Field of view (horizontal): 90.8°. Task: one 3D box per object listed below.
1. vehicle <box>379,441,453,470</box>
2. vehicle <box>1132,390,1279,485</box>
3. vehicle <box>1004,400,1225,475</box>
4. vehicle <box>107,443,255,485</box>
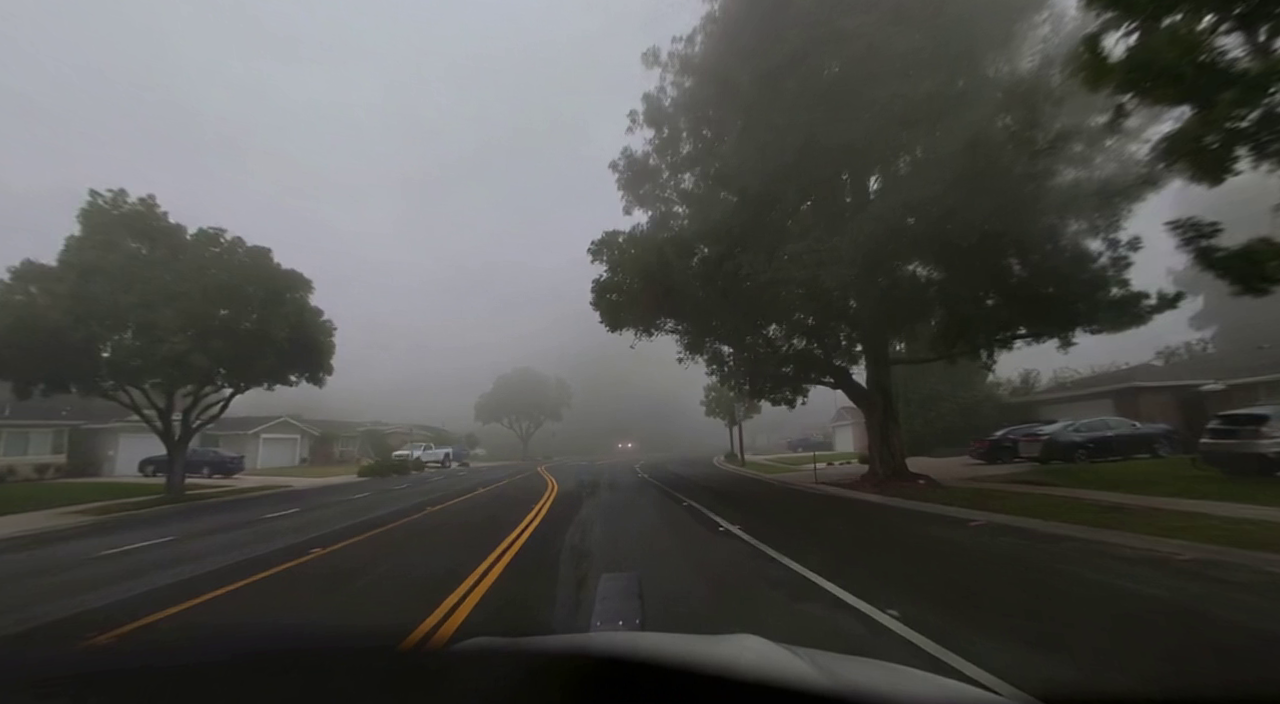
[{"bbox_3d":[-16.114,7.477,45.896,2.418,1.969,6.615,-1,-8,6],"label":"vehicle"},{"bbox_3d":[15.608,1.915,14.574,6.117,2.005,2.230,-4,-9,13],"label":"vehicle"},{"bbox_3d":[14.140,2.642,19.174,4.733,1.848,1.997,-5,-10,11],"label":"vehicle"},{"bbox_3d":[-21.535,5.250,29.860,5.166,1.847,2.049,1,-8,-6],"label":"vehicle"}]
